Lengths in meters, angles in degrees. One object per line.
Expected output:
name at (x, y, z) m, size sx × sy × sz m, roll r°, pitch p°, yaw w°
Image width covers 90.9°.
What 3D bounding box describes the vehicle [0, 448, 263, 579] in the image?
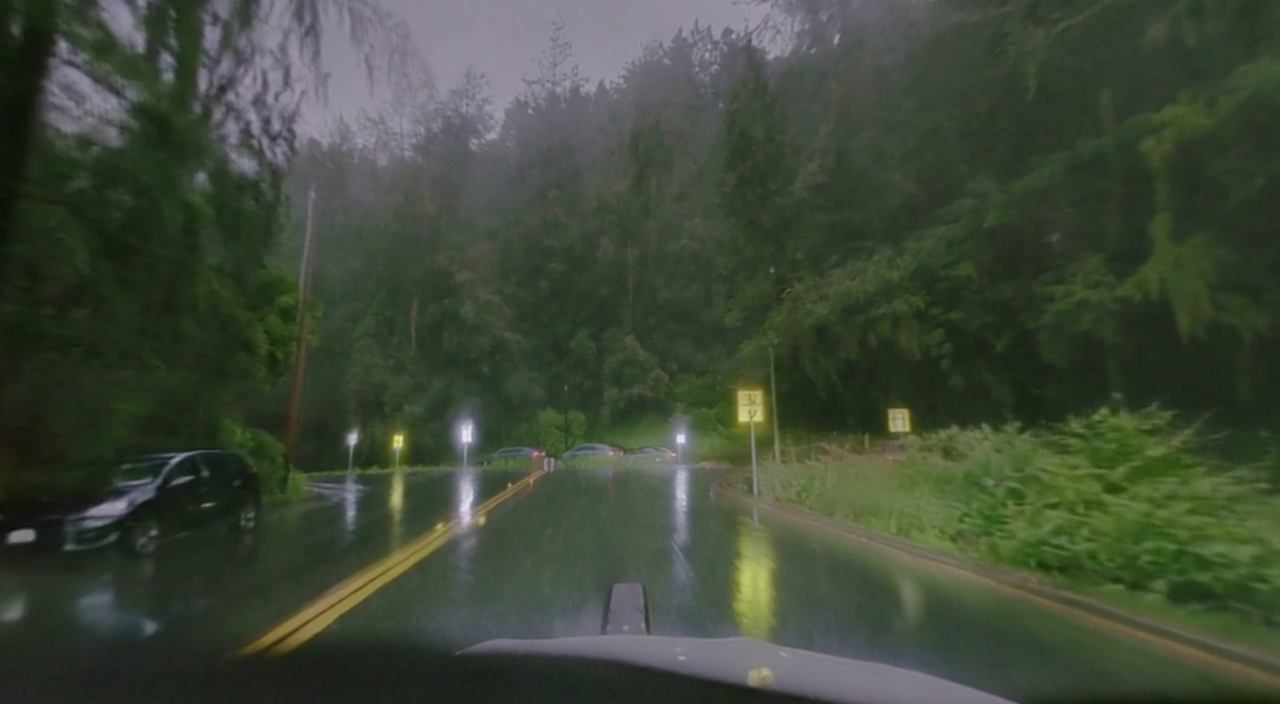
vehicle at (-8.242, 2.393, 10.236) m, size 1.934 × 1.646 × 4.273 m, roll 1°, pitch -9°, yaw -6°
